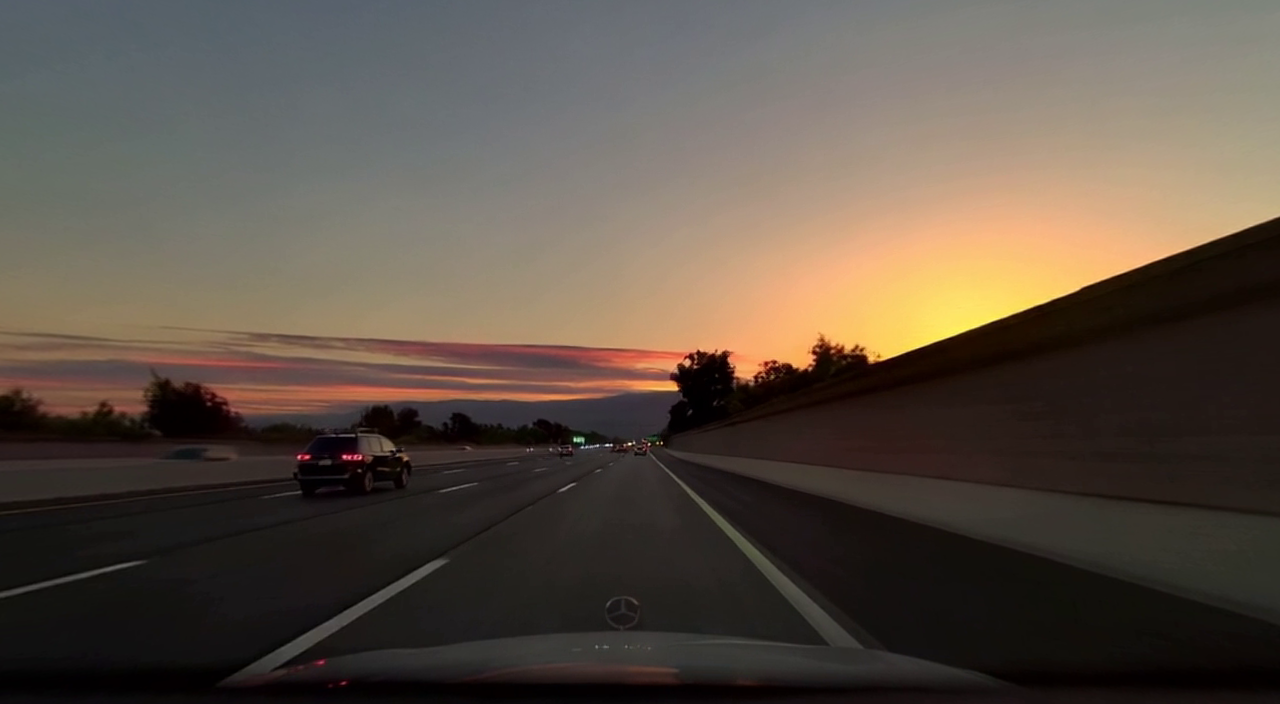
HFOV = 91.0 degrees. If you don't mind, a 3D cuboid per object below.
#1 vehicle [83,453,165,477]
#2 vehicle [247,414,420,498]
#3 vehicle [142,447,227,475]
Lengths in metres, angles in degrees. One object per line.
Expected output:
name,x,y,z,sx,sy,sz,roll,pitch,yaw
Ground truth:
vehicle,-36.019,7.867,44.101,1.861,1.523,4.493,0,-9,1
vehicle,-8.054,2.816,17.281,2.163,1.947,4.959,0,-9,1
vehicle,-28.993,6.935,40.306,1.951,1.652,4.578,0,-9,1
